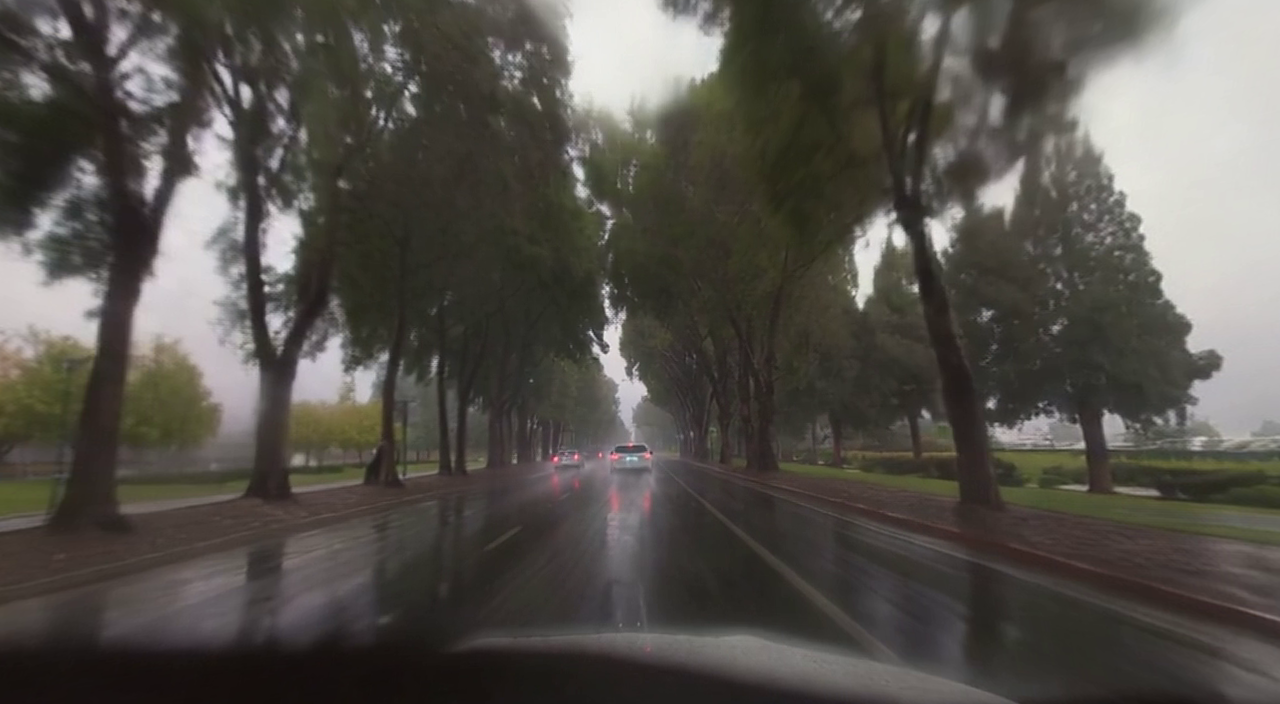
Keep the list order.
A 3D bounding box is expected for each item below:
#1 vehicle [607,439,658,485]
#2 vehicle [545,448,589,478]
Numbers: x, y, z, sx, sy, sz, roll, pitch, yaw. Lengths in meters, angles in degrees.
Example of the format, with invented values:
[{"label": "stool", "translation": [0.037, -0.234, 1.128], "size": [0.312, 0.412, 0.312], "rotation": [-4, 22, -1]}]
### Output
[{"label": "vehicle", "translation": [-0.313, 4.663, 27.080], "size": [2.018, 1.769, 3.897], "rotation": [0, -8, -1]}, {"label": "vehicle", "translation": [-4.011, 6.176, 35.465], "size": [1.936, 1.538, 4.016], "rotation": [0, -8, 1]}]
